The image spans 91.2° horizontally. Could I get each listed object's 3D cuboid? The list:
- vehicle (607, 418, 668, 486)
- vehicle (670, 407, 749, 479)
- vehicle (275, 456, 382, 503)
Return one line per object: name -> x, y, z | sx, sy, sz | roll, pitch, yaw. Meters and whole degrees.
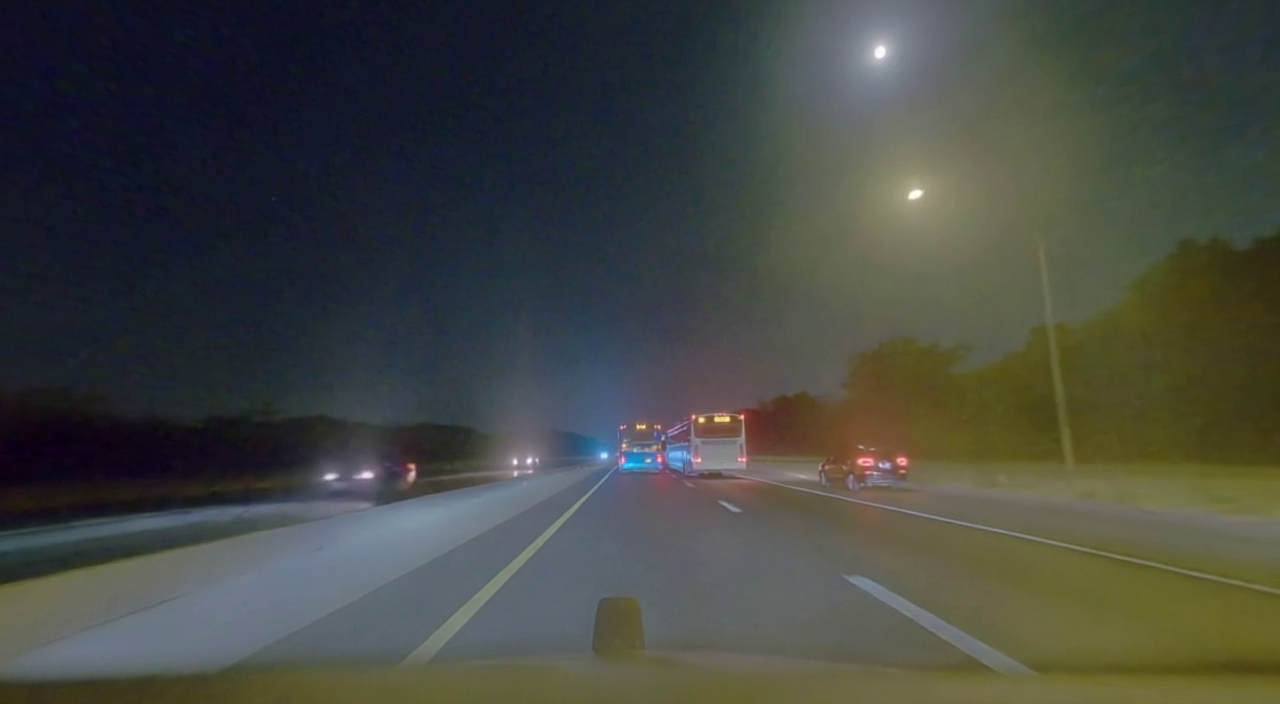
vehicle -> -0.147, 4.428, 27.825 | 2.414, 2.675, 5.574 | 0, -9, -1
vehicle -> 3.862, 5.638, 38.532 | 3.074, 3.668, 12.805 | 0, -9, -1
vehicle -> -11.785, 4.829, 24.088 | 1.900, 1.541, 4.333 | 0, -9, -1
